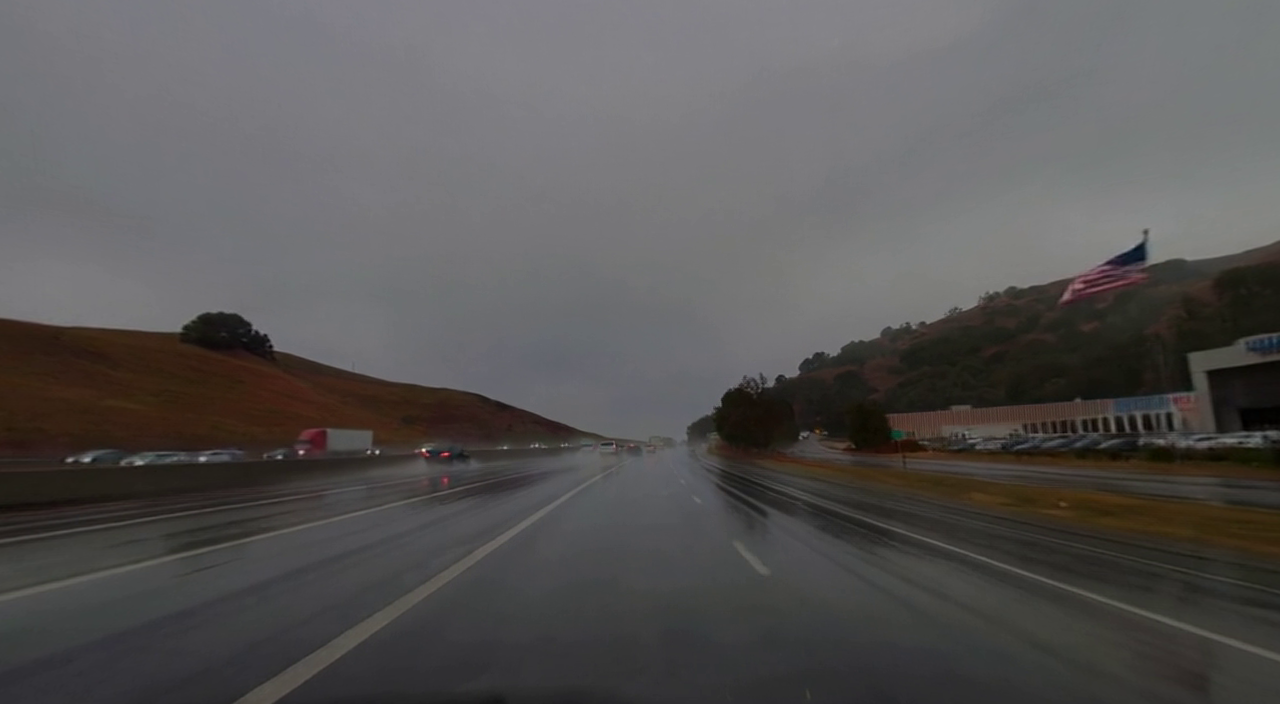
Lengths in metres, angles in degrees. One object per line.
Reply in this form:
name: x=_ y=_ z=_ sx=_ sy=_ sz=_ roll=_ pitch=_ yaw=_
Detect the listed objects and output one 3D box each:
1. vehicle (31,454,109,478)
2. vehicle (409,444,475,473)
vehicle: x=-37.784 y=7.557 z=41.897 sx=1.607 sy=1.413 sz=3.677 roll=-1 pitch=-8 yaw=3
vehicle: x=-10.517 y=5.682 z=33.853 sx=1.927 sy=1.454 sz=4.395 roll=-1 pitch=-8 yaw=3
